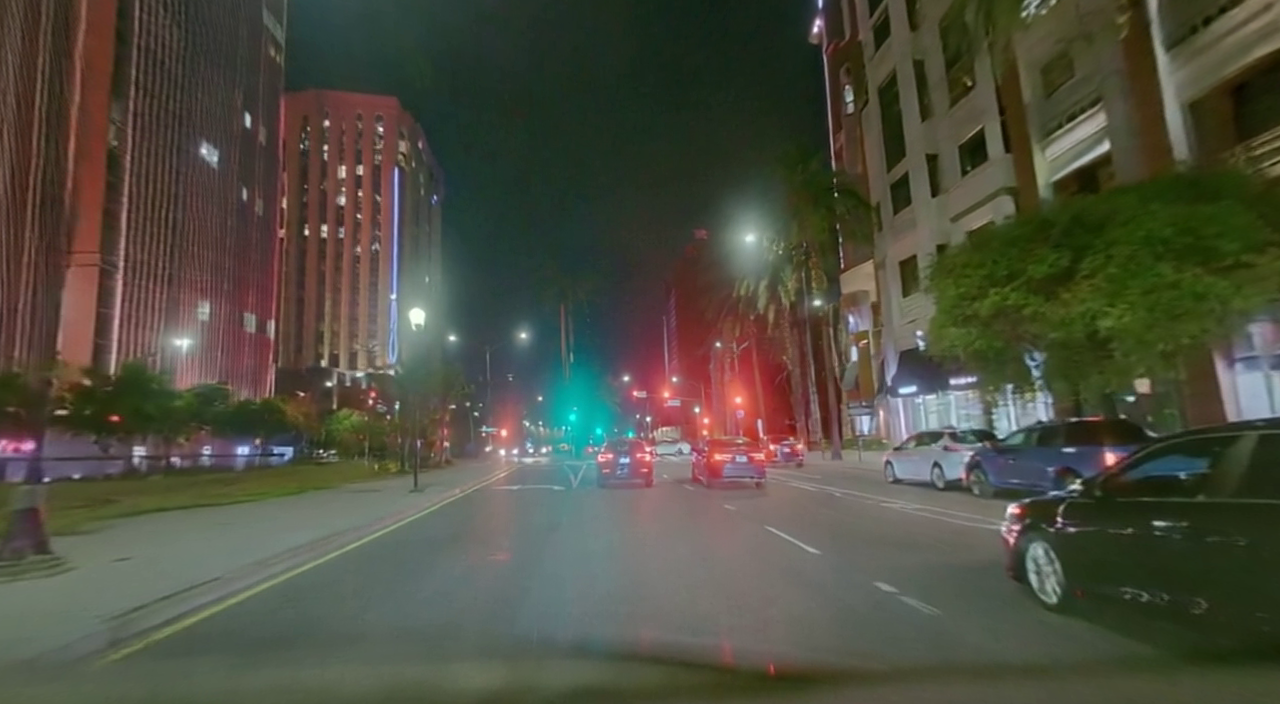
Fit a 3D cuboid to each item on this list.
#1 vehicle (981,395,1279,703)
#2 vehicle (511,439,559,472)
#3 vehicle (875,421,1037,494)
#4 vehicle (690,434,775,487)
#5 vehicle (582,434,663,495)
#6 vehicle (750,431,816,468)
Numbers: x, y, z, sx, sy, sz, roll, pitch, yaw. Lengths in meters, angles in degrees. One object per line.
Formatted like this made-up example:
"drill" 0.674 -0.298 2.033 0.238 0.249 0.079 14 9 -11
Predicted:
"vehicle" 3.955 0.977 3.213 1.920 1.490 4.417 0 -8 -1
"vehicle" -5.245 5.188 31.976 1.977 1.501 4.435 0 -8 -4
"vehicle" 8.419 2.844 17.404 1.946 1.715 4.365 0 -8 -4
"vehicle" 2.800 3.376 20.001 1.909 1.500 3.524 0 -8 -4
"vehicle" -0.524 3.110 17.878 2.048 1.503 3.681 0 -8 -3
"vehicle" 7.023 4.860 31.640 2.000 1.685 4.487 0 -8 -3
